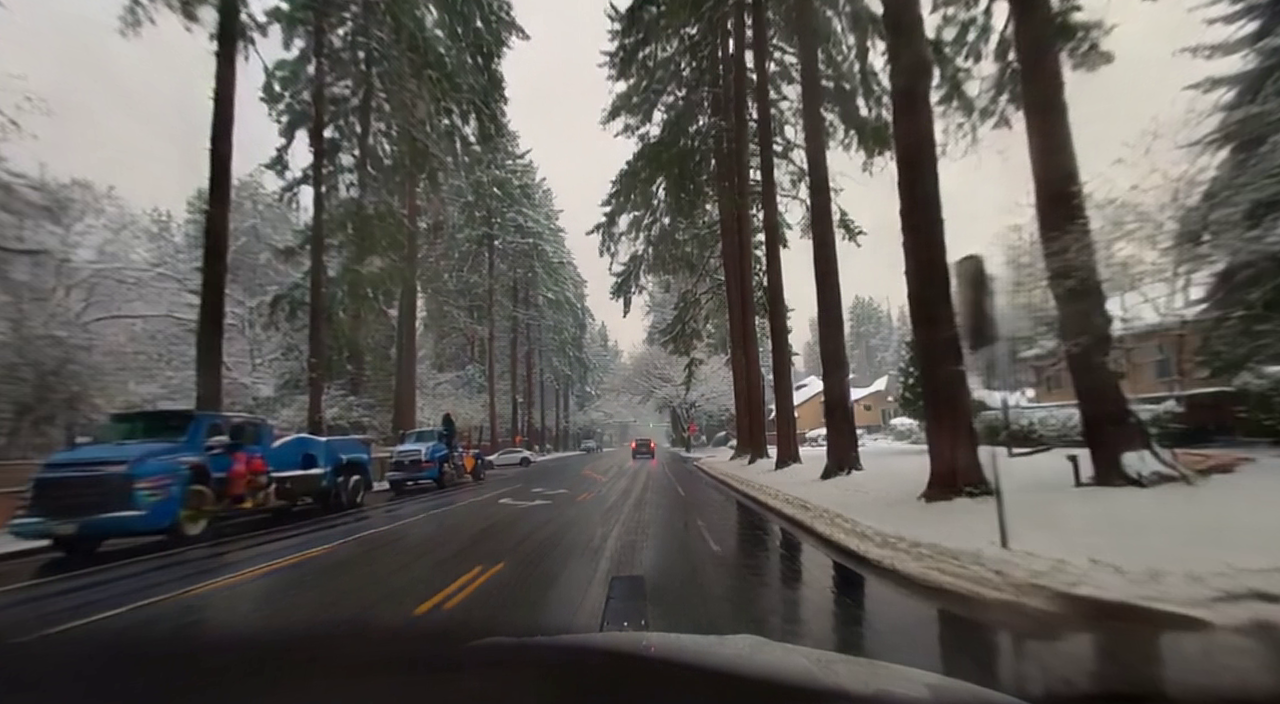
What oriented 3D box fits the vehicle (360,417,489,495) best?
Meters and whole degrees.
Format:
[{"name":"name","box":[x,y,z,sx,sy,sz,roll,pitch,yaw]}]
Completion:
[{"name":"vehicle","box":[-9.051,4.483,27.531,2.816,2.723,7.506,-5,-9,1]}]

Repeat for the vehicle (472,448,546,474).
[{"name":"vehicle","box":[-8.921,7.418,43.156,4.594,1.696,1.971,0,-8,-1]}]

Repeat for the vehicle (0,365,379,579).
[{"name":"vehicle","box":[-9.390,2.416,14.021,2.970,3.068,9.784,0,-8,0]}]
